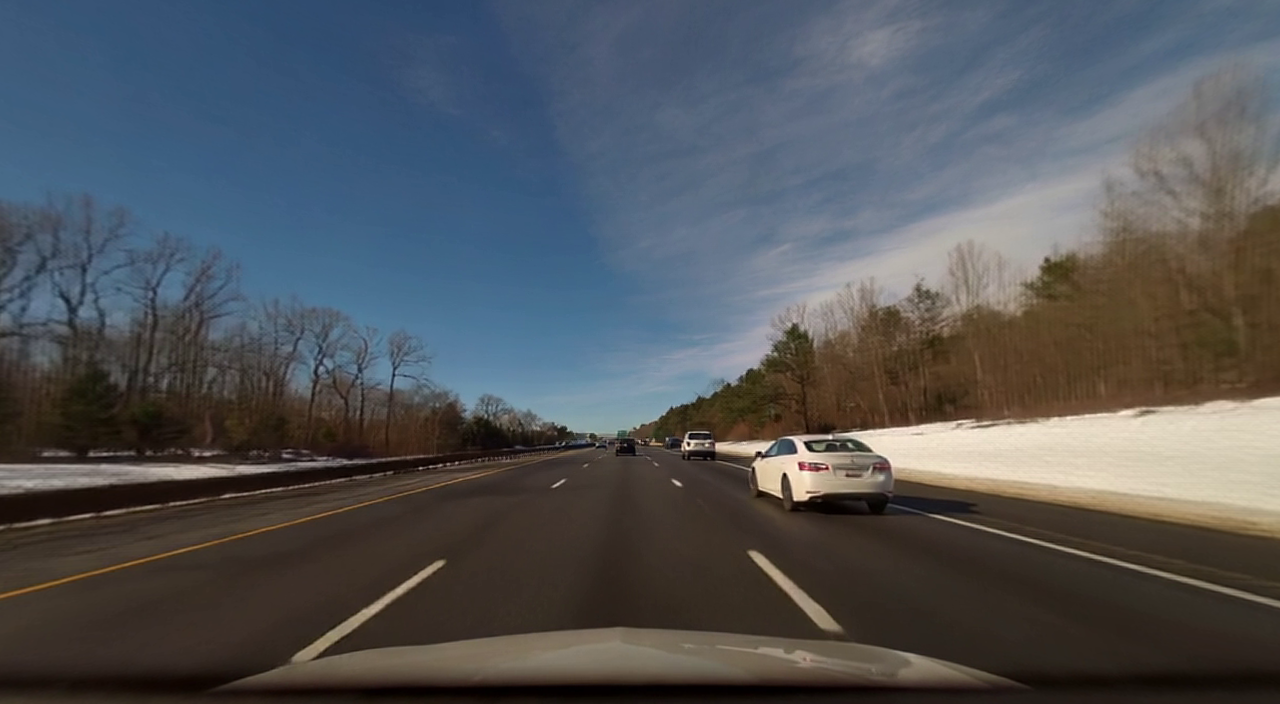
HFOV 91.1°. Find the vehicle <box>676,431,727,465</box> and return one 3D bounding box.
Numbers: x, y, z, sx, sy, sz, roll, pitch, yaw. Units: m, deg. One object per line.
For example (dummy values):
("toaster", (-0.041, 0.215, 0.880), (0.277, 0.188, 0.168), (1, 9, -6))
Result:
("vehicle", (3.180, 5.089, 33.538), (2.098, 1.677, 4.275), (0, -8, -2))

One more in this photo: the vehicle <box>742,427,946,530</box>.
("vehicle", (3.376, 2.175, 11.599), (2.056, 1.479, 4.660), (0, -8, -2))

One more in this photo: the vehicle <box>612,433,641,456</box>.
("vehicle", (-1.097, 7.246, 49.291), (2.182, 1.680, 4.253), (0, -8, -2))
